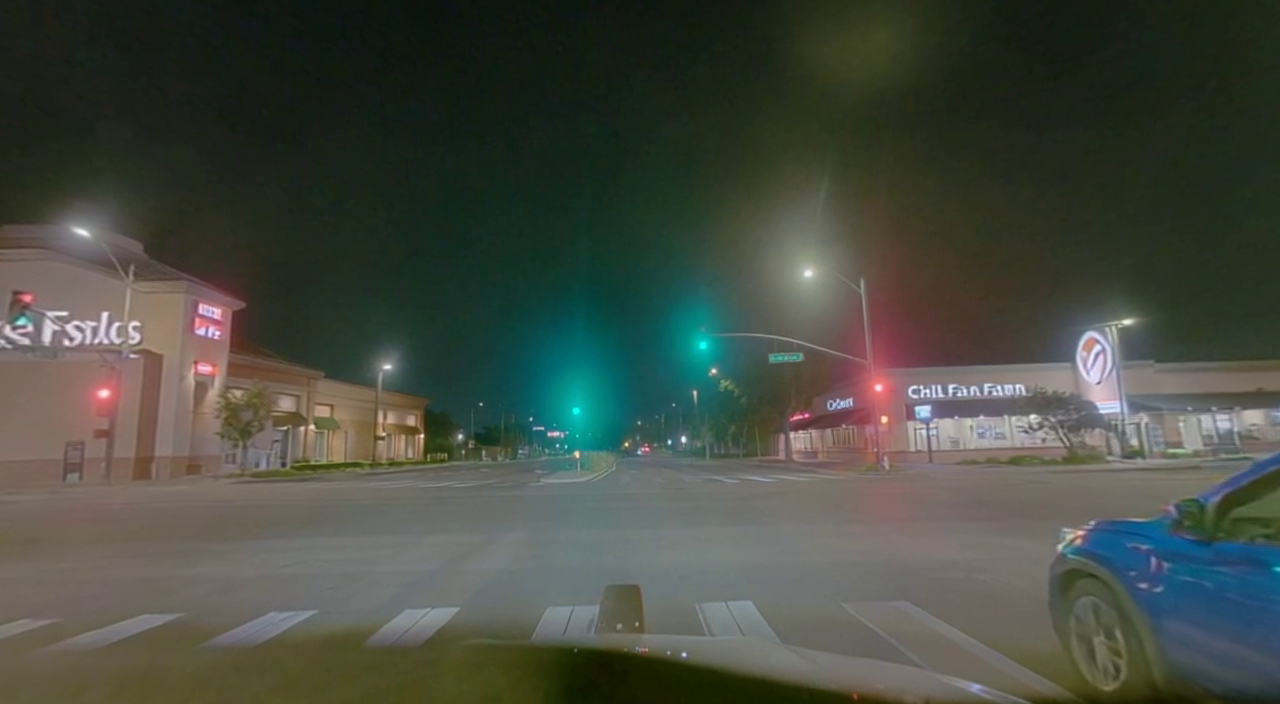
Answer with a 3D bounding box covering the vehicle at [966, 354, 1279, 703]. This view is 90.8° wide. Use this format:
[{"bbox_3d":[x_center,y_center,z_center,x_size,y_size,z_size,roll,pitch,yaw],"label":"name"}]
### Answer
[{"bbox_3d":[3.040,0.730,1.311,2.015,1.641,4.995,0,-9,0],"label":"vehicle"}]
